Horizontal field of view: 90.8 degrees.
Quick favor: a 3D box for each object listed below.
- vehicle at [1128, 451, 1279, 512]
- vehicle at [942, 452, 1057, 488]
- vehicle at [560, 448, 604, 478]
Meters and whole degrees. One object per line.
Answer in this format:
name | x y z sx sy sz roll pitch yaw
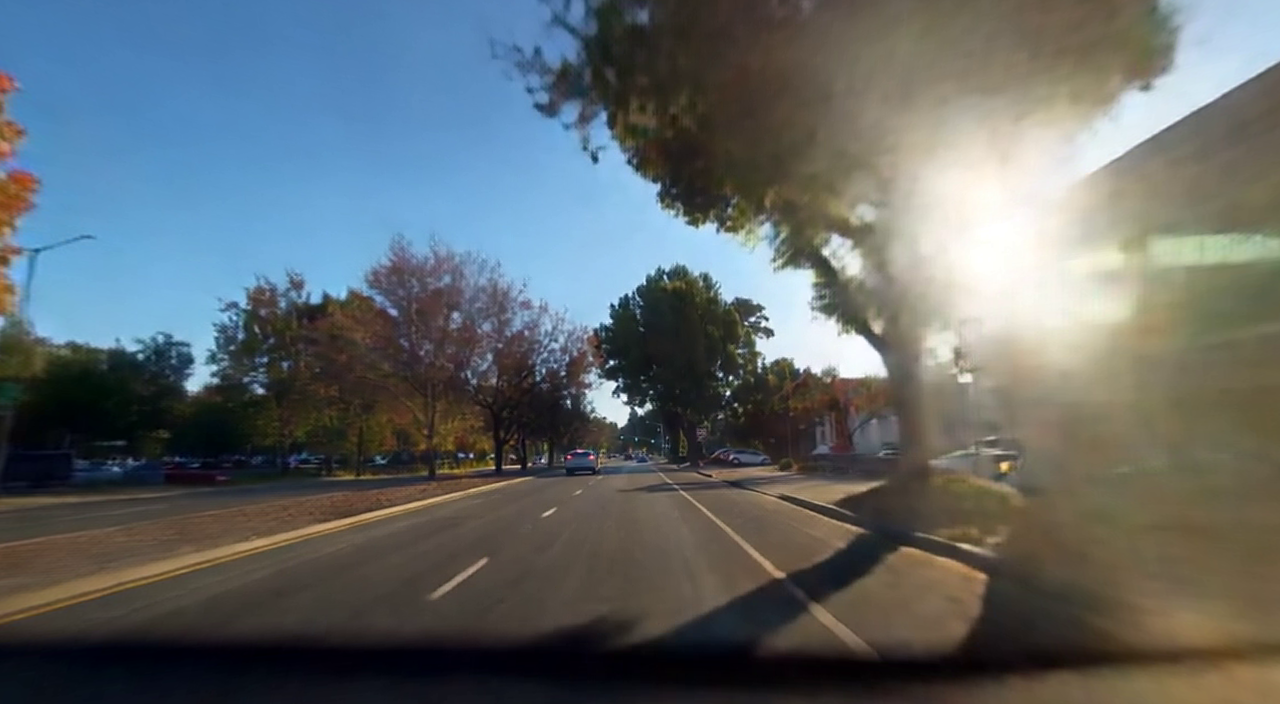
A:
vehicle | 16.906 3.663 18.195 4.182 1.561 2.000 1 -9 -8
vehicle | 16.270 5.316 28.680 4.226 1.499 1.943 2 -9 -12
vehicle | -3.203 6.202 35.562 2.030 1.550 3.925 0 -9 1
